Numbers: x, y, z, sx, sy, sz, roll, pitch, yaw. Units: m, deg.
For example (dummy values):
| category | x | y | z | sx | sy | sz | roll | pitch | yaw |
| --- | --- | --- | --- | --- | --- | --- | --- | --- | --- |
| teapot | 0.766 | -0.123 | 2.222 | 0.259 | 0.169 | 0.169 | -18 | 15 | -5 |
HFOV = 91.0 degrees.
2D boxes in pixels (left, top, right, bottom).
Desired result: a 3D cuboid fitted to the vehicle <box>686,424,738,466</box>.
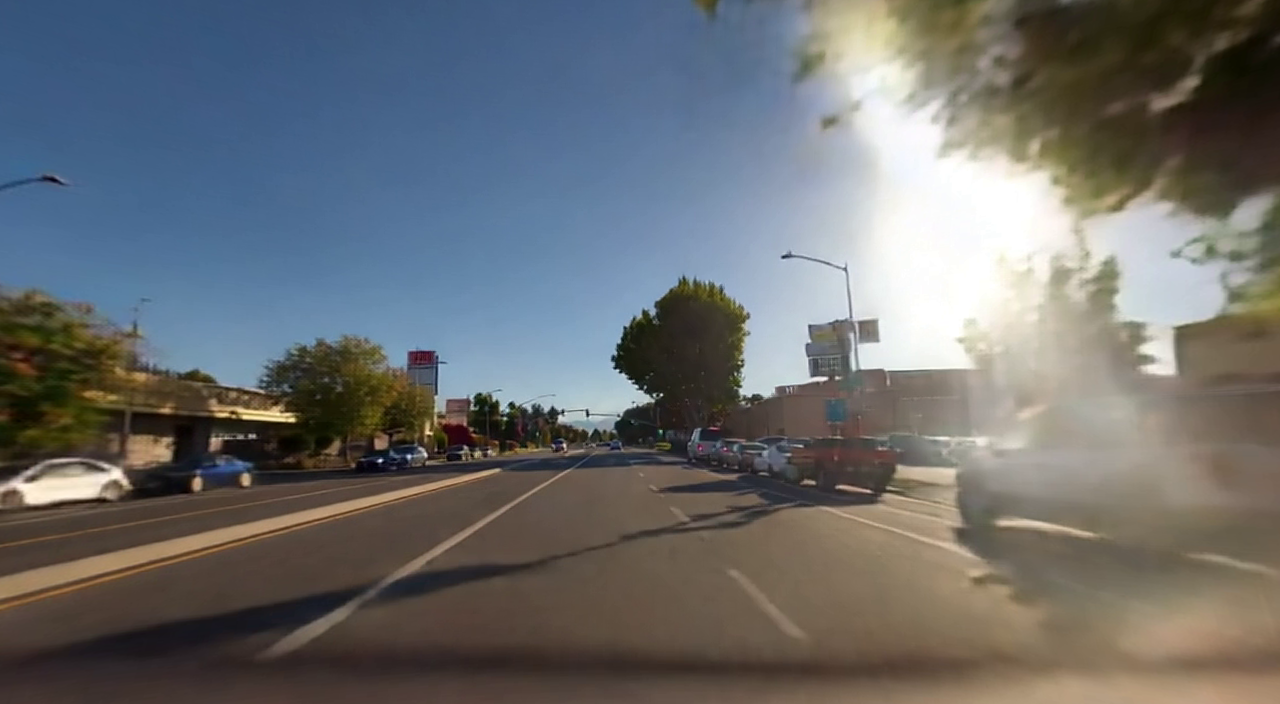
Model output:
| category | x | y | z | sx | sy | sz | roll | pitch | yaw |
| --- | --- | --- | --- | --- | --- | --- | --- | --- | --- |
| vehicle | 5.374 | 7.072 | 48.133 | 2.739 | 2.866 | 6.142 | -1 | -7 | -5 |

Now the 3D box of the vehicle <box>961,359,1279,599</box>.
| category | x | y | z | sx | sy | sz | roll | pitch | yaw |
| --- | --- | --- | --- | --- | --- | --- | --- | --- | --- |
| vehicle | 7.189 | 1.618 | 8.514 | 2.327 | 2.296 | 5.692 | 1 | -9 | -4 |

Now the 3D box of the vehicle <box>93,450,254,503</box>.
| category | x | y | z | sx | sy | sz | roll | pitch | yaw |
| --- | --- | --- | --- | --- | --- | --- | --- | --- | --- |
| vehicle | -15.534 | 4.128 | 21.389 | 1.897 | 1.517 | 4.802 | 0 | -9 | -2 |

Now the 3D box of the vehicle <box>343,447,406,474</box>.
| category | x | y | z | sx | sy | sz | roll | pitch | yaw |
| --- | --- | --- | --- | --- | --- | --- | --- | --- | --- |
| vehicle | -16.313 | 6.662 | 38.893 | 2.036 | 1.478 | 4.615 | 0 | -8 | -2 |

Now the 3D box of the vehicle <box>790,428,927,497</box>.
| category | x | y | z | sx | sy | sz | roll | pitch | yaw |
| --- | --- | --- | --- | --- | --- | --- | --- | --- | --- |
| vehicle | 6.677 | 3.459 | 20.150 | 2.092 | 1.887 | 5.632 | 0 | -9 | -3 |

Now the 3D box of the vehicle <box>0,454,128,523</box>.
| category | x | y | z | sx | sy | sz | roll | pitch | yaw |
| --- | --- | --- | --- | --- | --- | --- | --- | --- | --- |
| vehicle | -15.442 | 3.306 | 15.547 | 1.880 | 1.488 | 4.483 | 0 | -8 | -2 |

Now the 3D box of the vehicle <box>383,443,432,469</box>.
| category | x | y | z | sx | sy | sz | roll | pitch | yaw |
| --- | --- | --- | --- | --- | --- | --- | --- | --- | --- |
| vehicle | -16.568 | 7.395 | 45.024 | 1.928 | 1.718 | 4.279 | 0 | -8 | -1 |
